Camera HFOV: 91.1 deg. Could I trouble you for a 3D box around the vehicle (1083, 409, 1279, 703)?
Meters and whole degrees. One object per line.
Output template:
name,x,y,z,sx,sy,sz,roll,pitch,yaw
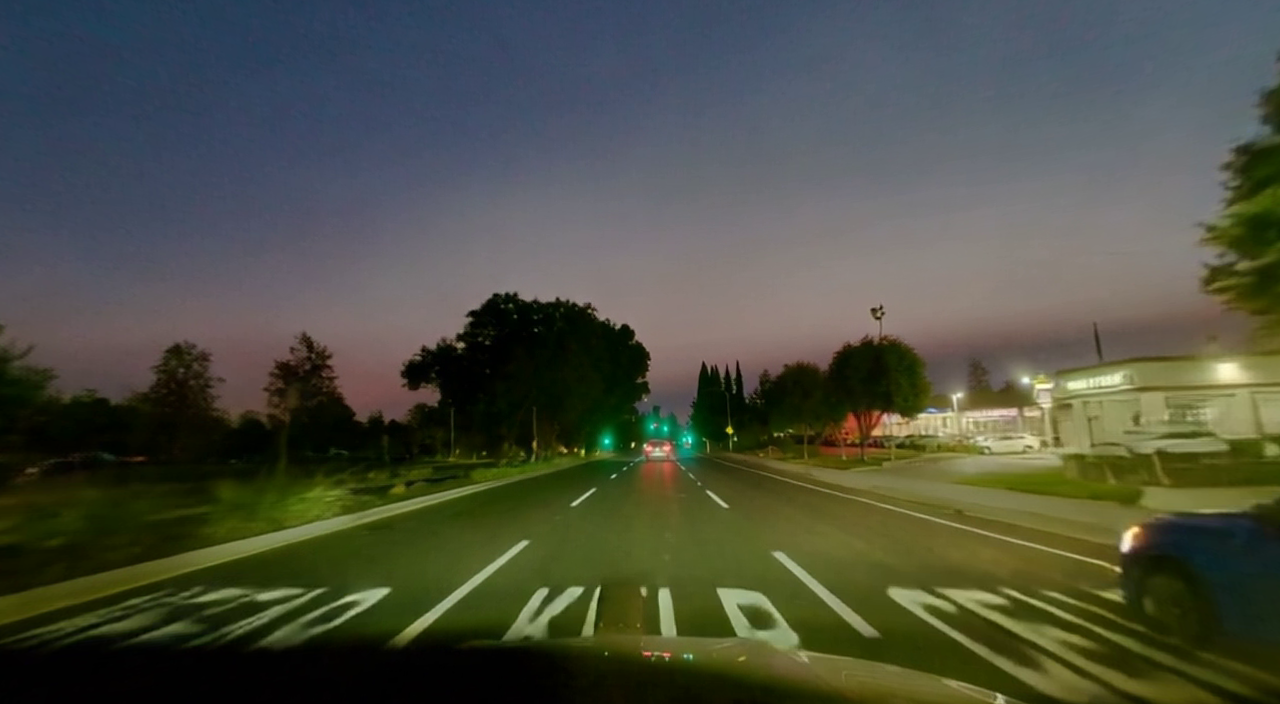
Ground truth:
vehicle,4.118,0.874,2.029,2.053,1.482,4.568,0,-8,1

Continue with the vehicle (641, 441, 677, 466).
vehicle,1.195,6.477,40.440,2.144,1.505,4.128,0,-8,1

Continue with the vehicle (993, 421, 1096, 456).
vehicle,28.150,6.075,43.840,5.430,1.860,2.156,-6,-9,3
